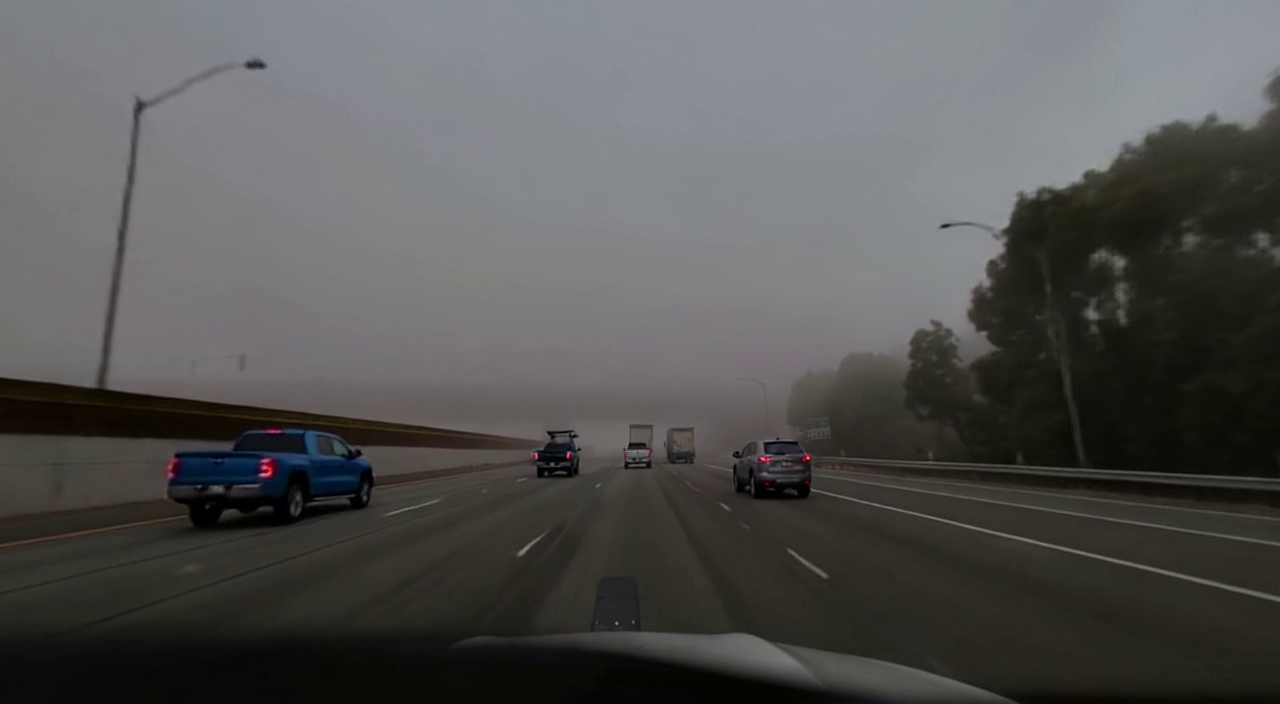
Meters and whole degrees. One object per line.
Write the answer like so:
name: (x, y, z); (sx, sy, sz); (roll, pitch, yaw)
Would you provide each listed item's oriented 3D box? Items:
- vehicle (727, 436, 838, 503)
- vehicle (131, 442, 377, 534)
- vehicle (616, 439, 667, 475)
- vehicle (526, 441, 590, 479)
vehicle: (3.885, 3.286, 18.007); (2.119, 1.653, 4.000); (0, -9, -1)
vehicle: (-7.131, 2.534, 12.430); (1.947, 1.444, 4.595); (0, -9, 0)
vehicle: (0.051, 5.777, 34.913); (2.572, 1.837, 5.693); (0, -9, 0)
vehicle: (-3.939, 5.297, 31.278); (2.535, 1.715, 5.030); (0, -9, 0)
